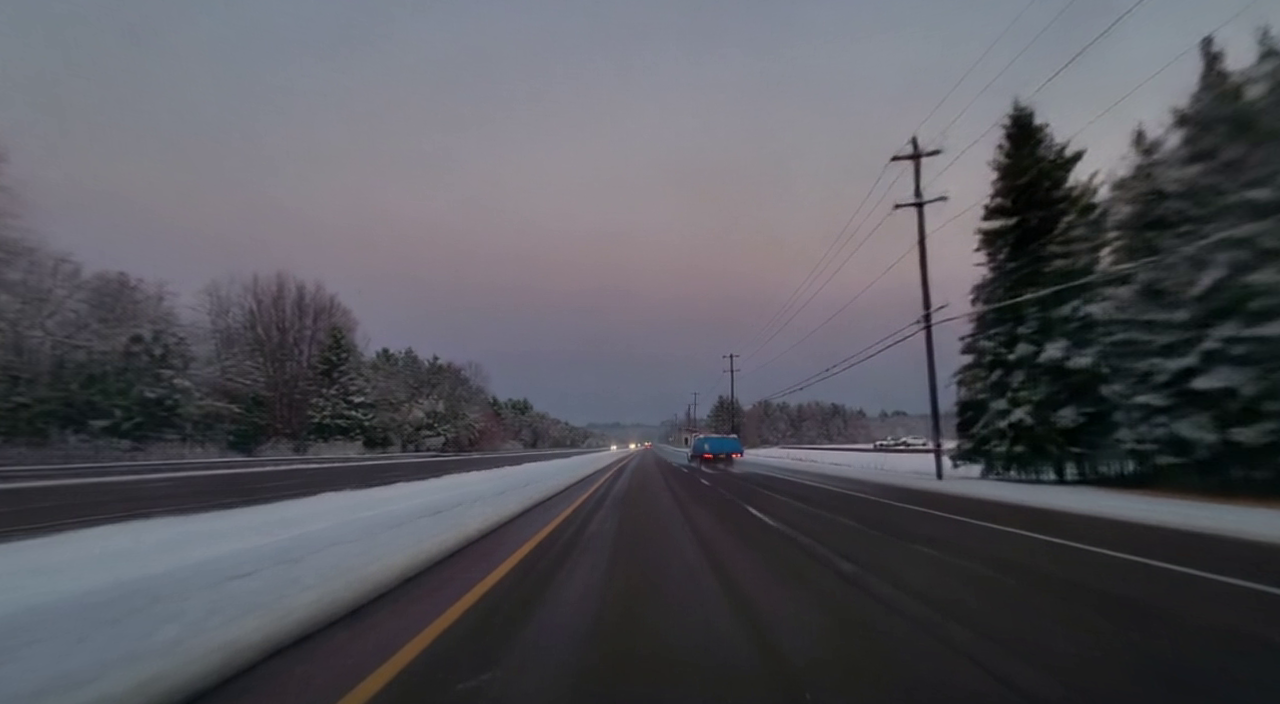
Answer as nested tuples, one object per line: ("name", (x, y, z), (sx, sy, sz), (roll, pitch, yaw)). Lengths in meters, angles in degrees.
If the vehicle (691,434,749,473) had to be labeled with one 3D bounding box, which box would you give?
("vehicle", (4.077, 5.275, 32.930), (2.228, 1.852, 5.449), (0, -8, -1))
